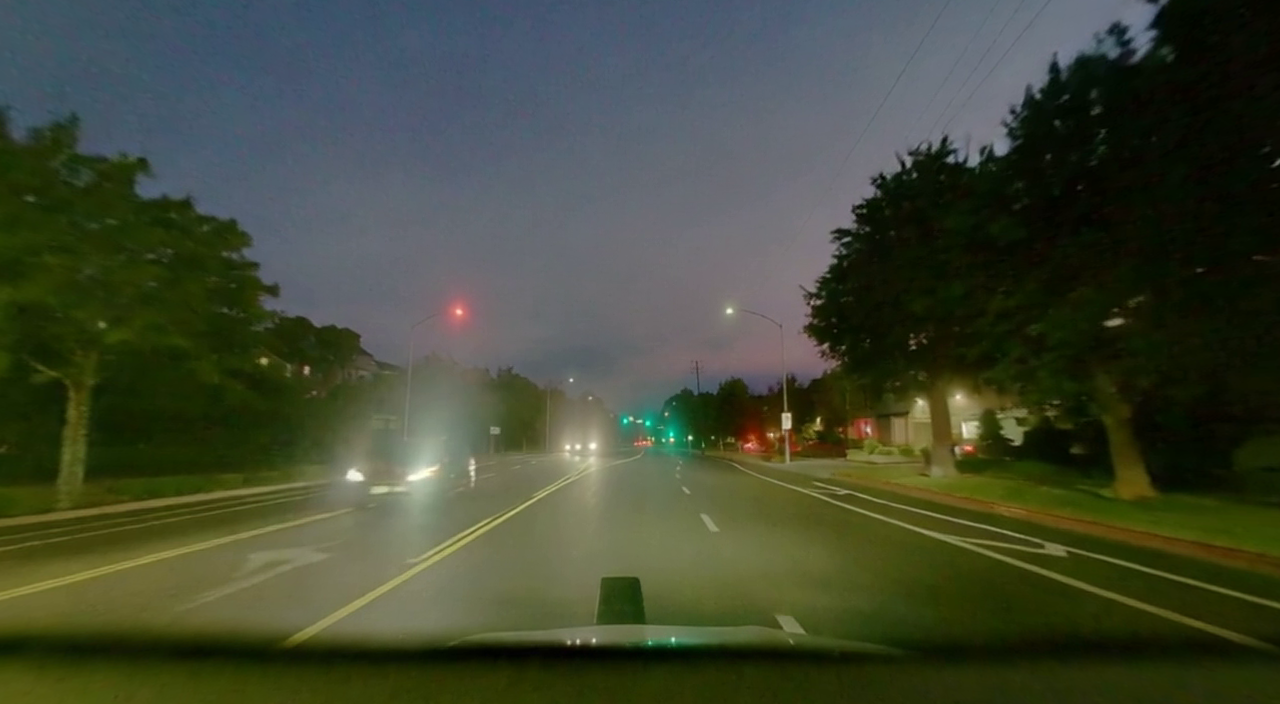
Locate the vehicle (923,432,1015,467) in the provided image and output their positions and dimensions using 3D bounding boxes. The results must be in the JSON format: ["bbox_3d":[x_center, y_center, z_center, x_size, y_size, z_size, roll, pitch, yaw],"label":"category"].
[{"bbox_3d":[15.966,4.755,30.901,1.901,1.547,4.411,0,-8,-4],"label":"vehicle"}]

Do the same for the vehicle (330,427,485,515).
[{"bbox_3d":[-4.609,2.396,13.168,1.774,1.525,3.897,0,-8,0],"label":"vehicle"}]
